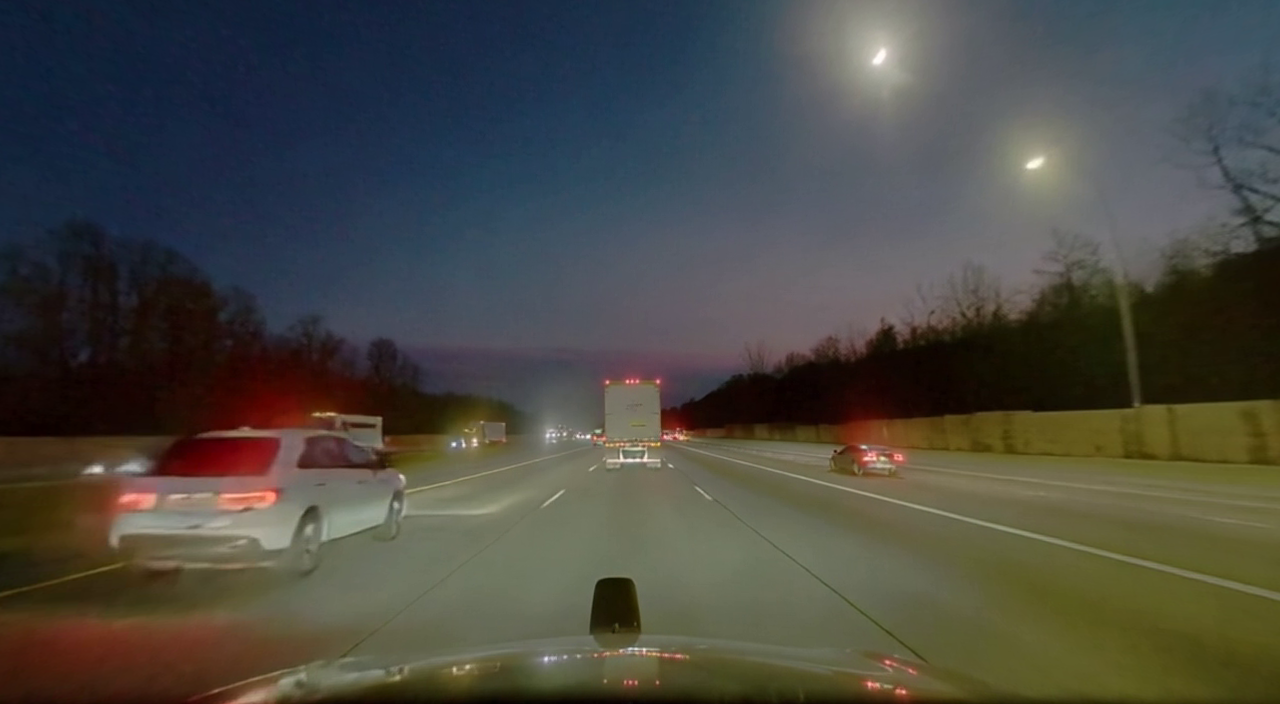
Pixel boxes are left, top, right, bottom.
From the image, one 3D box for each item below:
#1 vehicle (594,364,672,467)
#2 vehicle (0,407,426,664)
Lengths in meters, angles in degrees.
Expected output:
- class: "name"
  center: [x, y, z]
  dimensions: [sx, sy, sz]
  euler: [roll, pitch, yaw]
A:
- class: "vehicle"
  center: [-0.330, 3.546, 32.624]
  dimensions: [2.965, 3.972, 16.689]
  euler: [0, -8, 0]
- class: "vehicle"
  center: [-3.839, 1.393, 6.036]
  dimensions: [2.005, 1.521, 4.454]
  euler: [0, -8, 0]
